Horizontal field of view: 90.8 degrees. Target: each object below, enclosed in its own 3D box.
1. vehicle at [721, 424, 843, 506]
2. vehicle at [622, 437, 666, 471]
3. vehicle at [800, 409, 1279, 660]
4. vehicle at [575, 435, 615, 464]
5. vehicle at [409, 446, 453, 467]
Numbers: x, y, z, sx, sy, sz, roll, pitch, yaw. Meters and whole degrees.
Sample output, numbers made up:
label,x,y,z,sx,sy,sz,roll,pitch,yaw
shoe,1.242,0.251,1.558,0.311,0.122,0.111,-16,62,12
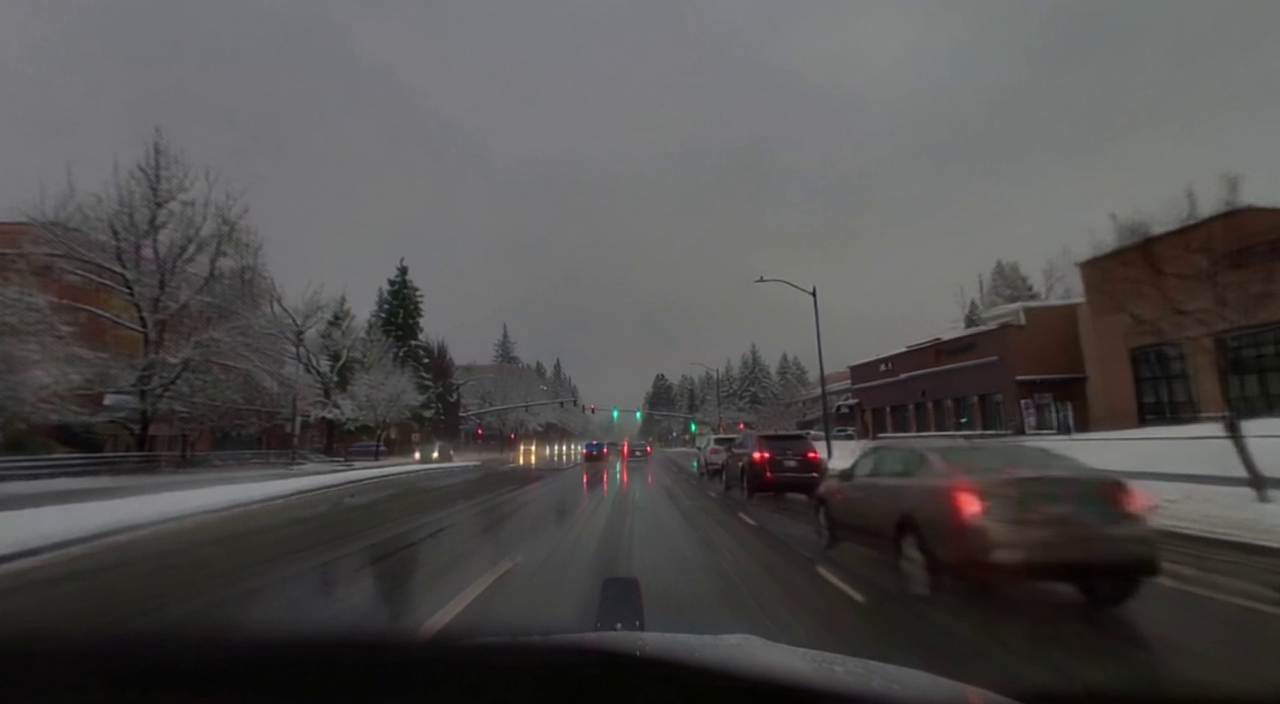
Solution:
label,x,y,z,sx,sy,sz,roll,pitch,yaw
vehicle,3.248,2.704,15.545,2.037,1.673,4.844,-1,-8,2
vehicle,0.159,5.054,31.399,2.023,1.532,3.891,0,-8,-1
vehicle,3.125,1.440,6.188,1.864,1.484,4.662,0,-8,0
vehicle,-2.905,6.456,41.862,2.280,1.810,4.903,0,-8,0
vehicle,-15.535,7.798,47.238,1.846,1.433,4.274,0,-8,0
